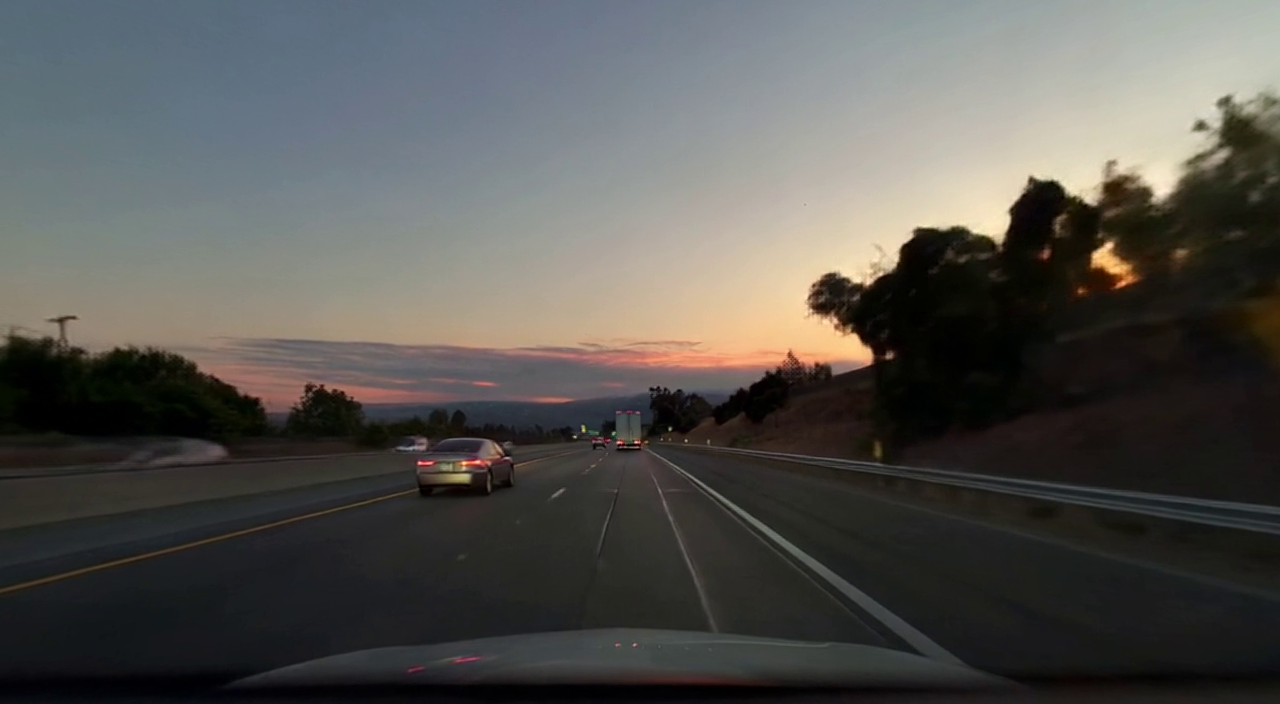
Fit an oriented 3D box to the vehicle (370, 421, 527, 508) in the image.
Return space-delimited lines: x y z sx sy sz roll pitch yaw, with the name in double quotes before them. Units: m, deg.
"vehicle" -4.099 2.475 14.480 2.123 1.655 4.688 0 -8 0
